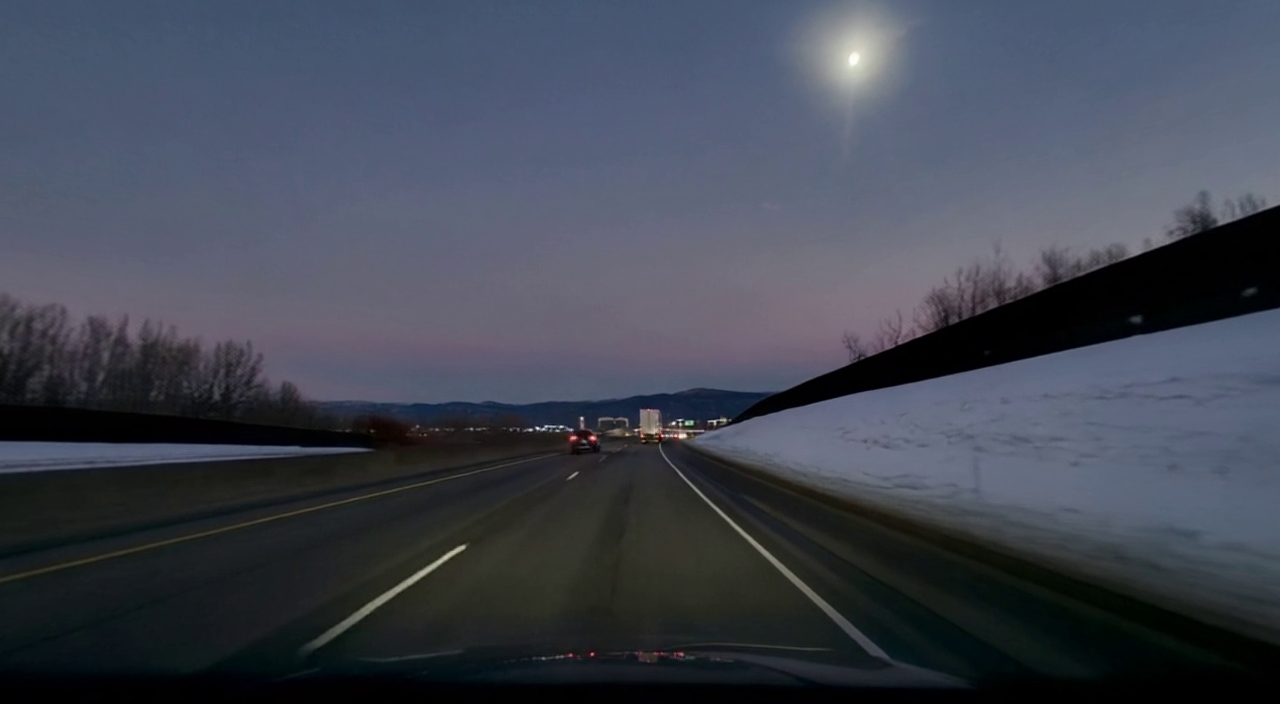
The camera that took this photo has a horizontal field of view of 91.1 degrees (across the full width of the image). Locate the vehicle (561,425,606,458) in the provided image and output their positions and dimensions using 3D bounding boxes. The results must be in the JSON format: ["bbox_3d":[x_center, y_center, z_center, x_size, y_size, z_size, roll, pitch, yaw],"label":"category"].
[{"bbox_3d":[-3.001,4.864,34.254,2.018,1.678,4.312,0,-8,1],"label":"vehicle"}]
